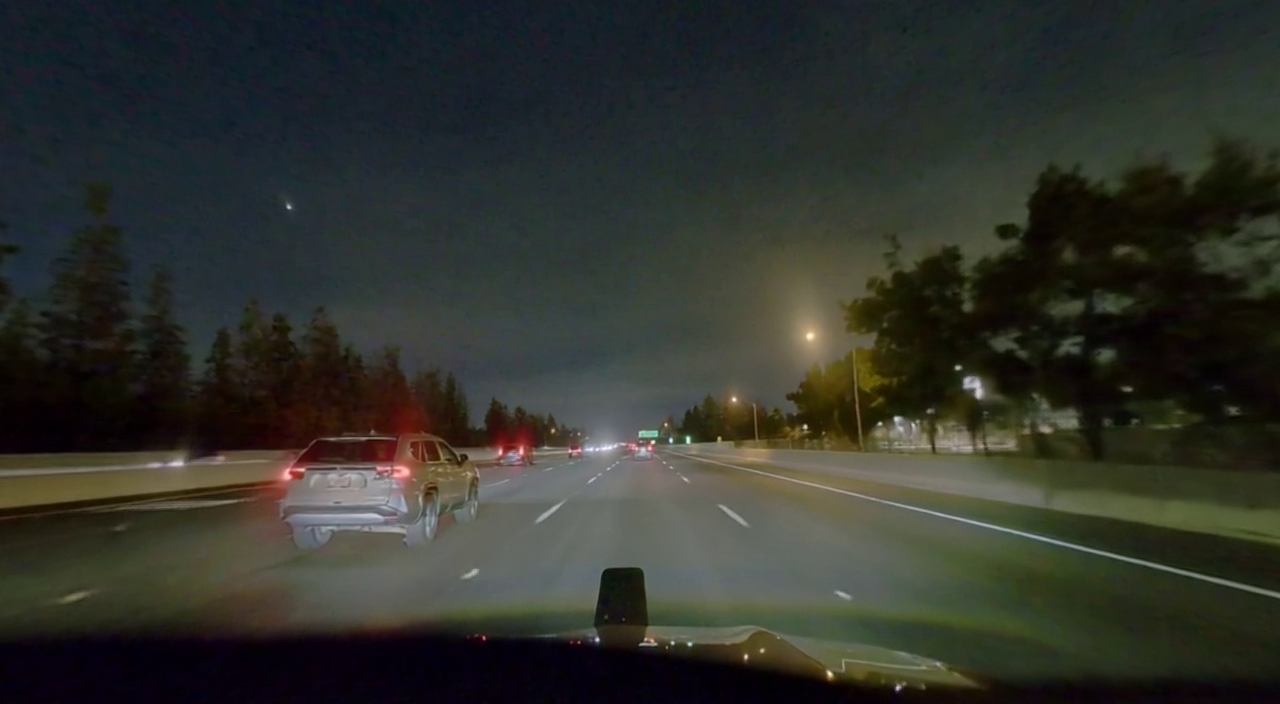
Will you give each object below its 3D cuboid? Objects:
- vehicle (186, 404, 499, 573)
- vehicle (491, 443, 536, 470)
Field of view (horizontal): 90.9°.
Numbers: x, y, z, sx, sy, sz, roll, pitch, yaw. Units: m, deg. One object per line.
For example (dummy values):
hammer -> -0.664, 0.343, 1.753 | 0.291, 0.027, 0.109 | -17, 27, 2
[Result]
vehicle -> -3.653, 1.772, 8.949 | 2.214, 1.759, 4.435 | -1, -8, 1
vehicle -> -7.744, 6.425, 38.991 | 1.871, 1.542, 4.371 | 0, -8, 0
